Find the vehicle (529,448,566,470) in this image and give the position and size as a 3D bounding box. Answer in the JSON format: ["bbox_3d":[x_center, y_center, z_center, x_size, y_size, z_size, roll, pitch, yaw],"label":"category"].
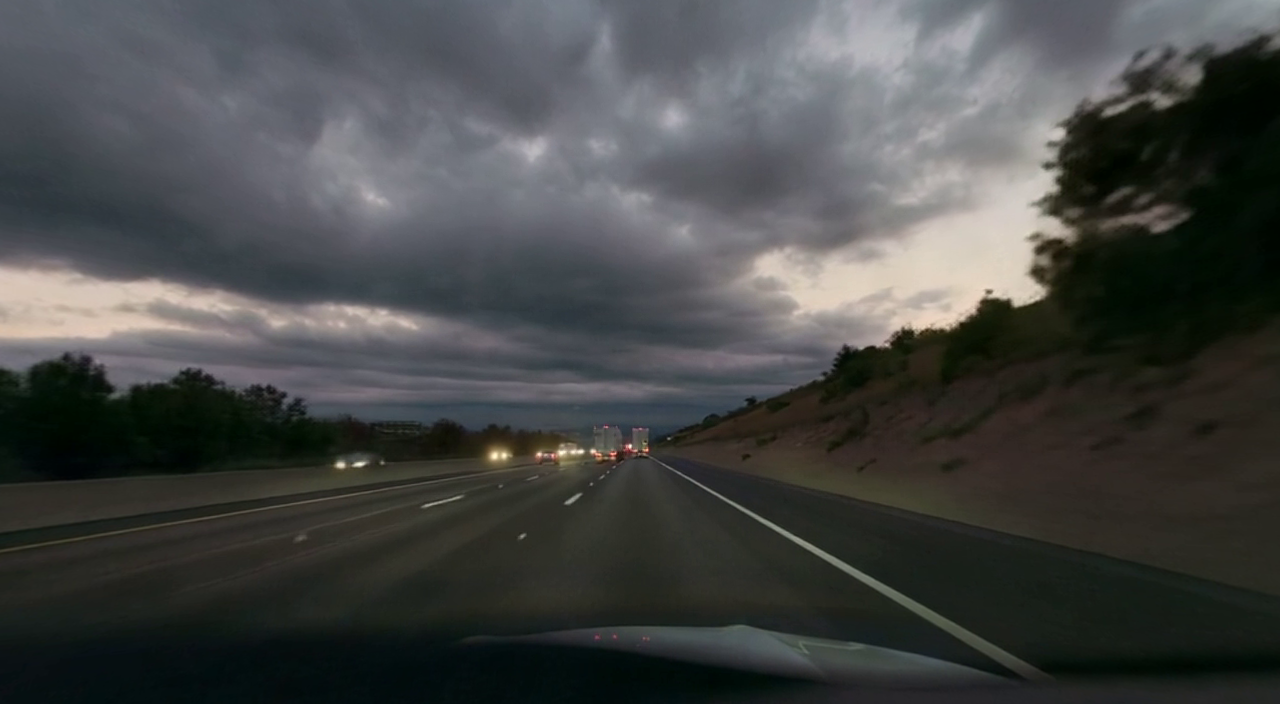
[{"bbox_3d":[-6.648,7.779,45.909,2.091,1.527,4.455,0,-9,-1],"label":"vehicle"}]

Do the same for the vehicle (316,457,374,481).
[{"bbox_3d":[-19.126,7.576,41.119,1.765,1.433,4.150,0,-9,0],"label":"vehicle"}]
